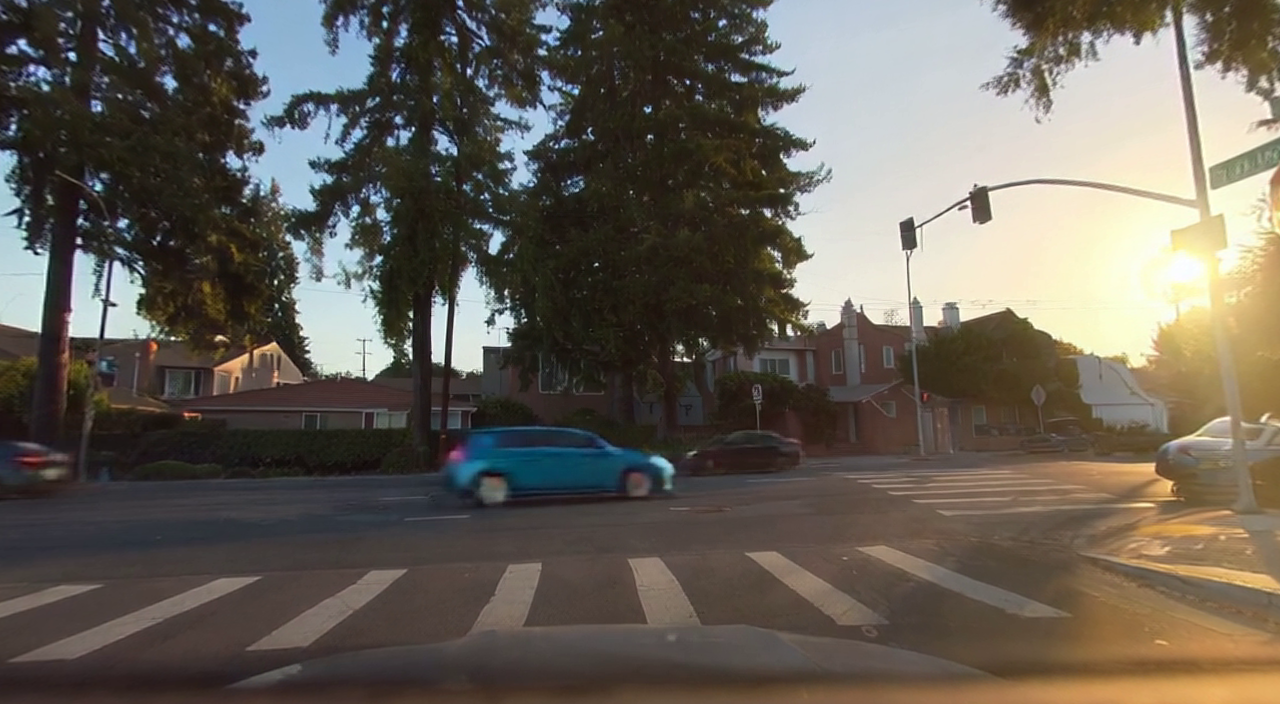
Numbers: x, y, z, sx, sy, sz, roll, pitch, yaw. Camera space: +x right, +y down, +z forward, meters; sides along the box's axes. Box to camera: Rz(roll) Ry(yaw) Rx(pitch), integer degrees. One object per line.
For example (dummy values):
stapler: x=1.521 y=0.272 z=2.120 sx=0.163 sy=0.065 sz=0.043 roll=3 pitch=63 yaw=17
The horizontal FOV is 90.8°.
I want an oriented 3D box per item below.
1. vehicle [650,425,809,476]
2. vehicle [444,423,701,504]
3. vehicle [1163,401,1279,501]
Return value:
vehicle: x=2.784 y=3.086 z=19.933 sx=4.548 sy=1.469 sz=1.864 roll=2 pitch=-9 yaw=-17
vehicle: x=-1.403 y=2.274 z=13.225 sx=4.990 sy=1.454 sz=1.875 roll=3 pitch=-9 yaw=-20
vehicle: x=12.797 y=1.859 z=11.955 sx=4.208 sy=1.685 sz=2.014 roll=1 pitch=-9 yaw=-8
